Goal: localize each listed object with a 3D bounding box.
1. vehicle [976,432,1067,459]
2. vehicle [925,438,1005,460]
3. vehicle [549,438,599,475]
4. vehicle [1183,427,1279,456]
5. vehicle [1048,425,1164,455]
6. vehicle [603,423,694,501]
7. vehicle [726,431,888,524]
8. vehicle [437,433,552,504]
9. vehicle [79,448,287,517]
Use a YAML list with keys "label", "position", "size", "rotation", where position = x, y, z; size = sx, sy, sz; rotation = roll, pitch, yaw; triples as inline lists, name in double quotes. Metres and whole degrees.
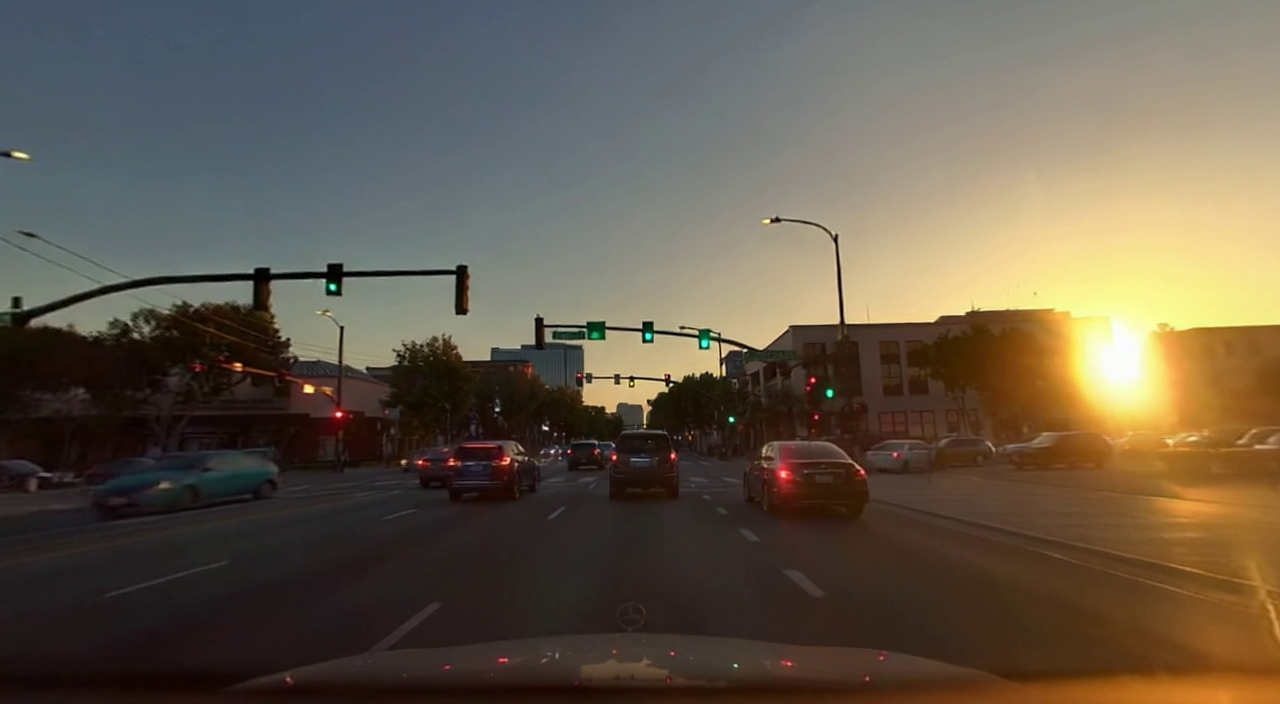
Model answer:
- label: "vehicle"
  position: [23.216, 5.714, 38.505]
  size: [4.236, 1.617, 1.832]
  rotation: [-1, -9, 10]
- label: "vehicle"
  position: [21.517, 6.434, 41.851]
  size: [4.315, 1.461, 1.803]
  rotation: [-1, -9, 6]
- label: "vehicle"
  position: [-3.086, 5.006, 30.286]
  size: [1.894, 1.642, 3.861]
  rotation: [0, -8, 2]
- label: "vehicle"
  position: [37.139, 5.571, 39.251]
  size: [4.409, 1.696, 2.180]
  rotation: [-2, -9, 12]
- label: "vehicle"
  position: [29.814, 5.707, 40.531]
  size: [5.516, 1.780, 2.064]
  rotation: [-2, -9, 9]
- label: "vehicle"
  position: [0.239, 2.811, 16.433]
  size: [2.075, 1.770, 4.018]
  rotation: [0, -8, 1]
- label: "vehicle"
  position: [2.997, 2.356, 12.426]
  size: [2.030, 1.492, 4.383]
  rotation: [0, -8, 1]
- label: "vehicle"
  position: [-3.625, 2.974, 16.514]
  size: [1.886, 1.599, 4.247]
  rotation: [0, -8, 2]
- label: "vehicle"
  position: [-11.391, 3.230, 16.218]
  size: [1.900, 1.494, 4.489]
  rotation: [0, -8, 1]
